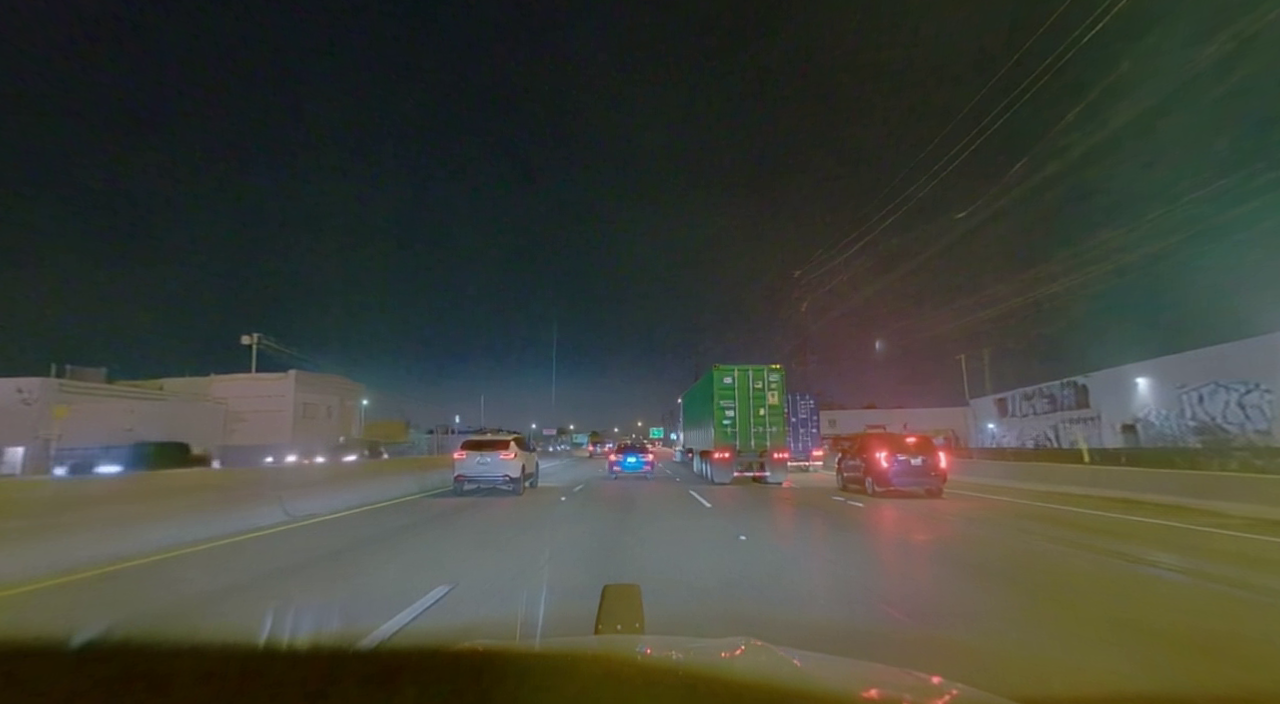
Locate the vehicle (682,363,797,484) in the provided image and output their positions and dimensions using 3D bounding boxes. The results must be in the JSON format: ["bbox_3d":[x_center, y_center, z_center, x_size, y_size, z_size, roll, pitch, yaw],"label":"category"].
[{"bbox_3d":[3.728,3.367,27.687,2.800,4.039,13.179,0,-9,-1],"label":"vehicle"}]

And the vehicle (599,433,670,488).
[{"bbox_3d":[-0.197,3.680,21.655,2.191,1.685,4.015,0,-9,-1],"label":"vehicle"}]

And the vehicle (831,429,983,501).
[{"bbox_3d":[7.203,3.097,17.706,2.202,1.731,4.628,0,-9,0],"label":"vehicle"}]

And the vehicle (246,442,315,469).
[{"bbox_3d":[-23.738,6.838,41.917,2.015,1.698,4.521,0,-9,-3],"label":"vehicle"}]

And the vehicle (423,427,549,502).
[{"bbox_3d":[-4.085,3.090,17.700,2.264,1.804,4.584,0,-9,1],"label":"vehicle"}]

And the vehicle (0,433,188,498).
[{"bbox_3d":[-15.583,3.213,18.234,1.896,1.627,4.434,0,-9,-2],"label":"vehicle"}]
